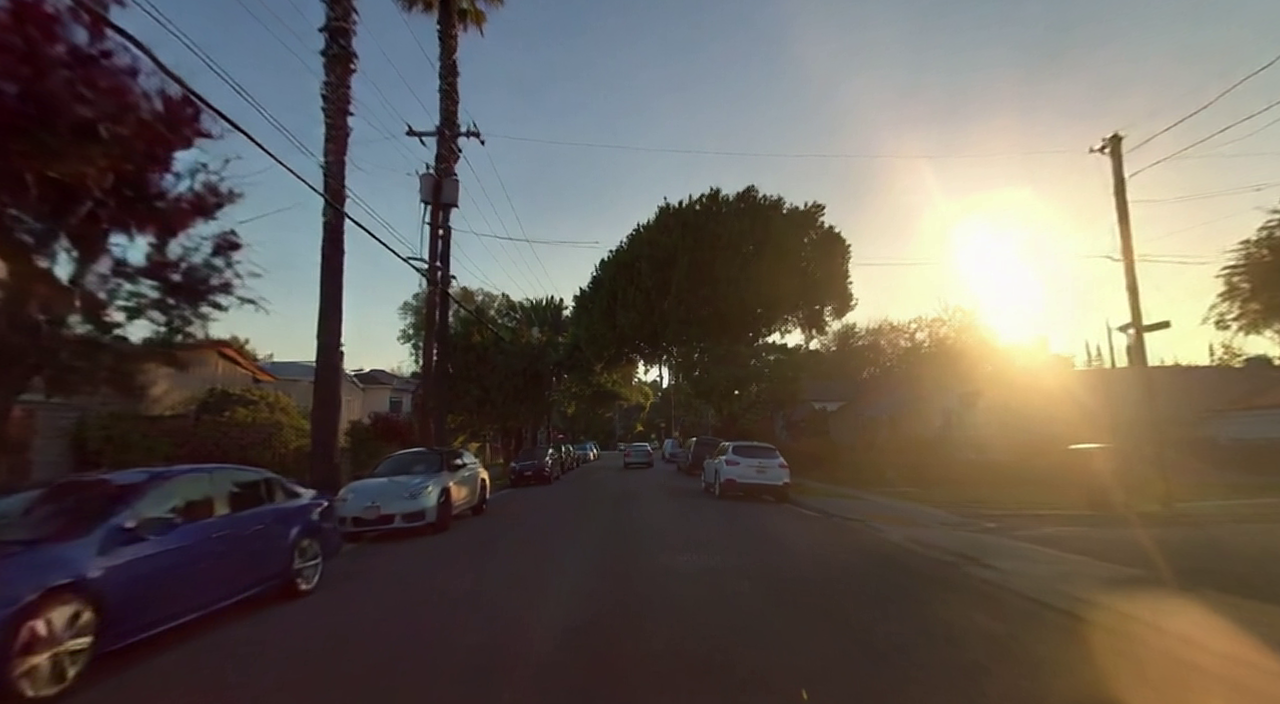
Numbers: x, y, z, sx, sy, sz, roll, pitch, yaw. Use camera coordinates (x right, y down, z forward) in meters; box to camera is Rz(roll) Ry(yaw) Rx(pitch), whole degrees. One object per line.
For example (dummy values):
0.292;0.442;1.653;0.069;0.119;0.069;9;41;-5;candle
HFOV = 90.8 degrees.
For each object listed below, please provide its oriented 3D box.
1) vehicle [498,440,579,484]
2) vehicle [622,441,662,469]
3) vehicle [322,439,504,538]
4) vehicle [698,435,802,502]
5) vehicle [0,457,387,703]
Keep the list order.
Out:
-3.938;4.423;25.656;2.130;1.543;5.386;-1;-9;3;vehicle
0.037;5.974;36.862;2.081;1.483;4.599;0;-9;-3;vehicle
-4.185;2.591;12.689;1.769;1.551;5.040;-1;-9;0;vehicle
2.921;3.251;17.941;2.060;1.614;4.652;0;-9;-1;vehicle
-4.107;1.608;5.261;1.875;1.389;5.094;-1;-9;0;vehicle
